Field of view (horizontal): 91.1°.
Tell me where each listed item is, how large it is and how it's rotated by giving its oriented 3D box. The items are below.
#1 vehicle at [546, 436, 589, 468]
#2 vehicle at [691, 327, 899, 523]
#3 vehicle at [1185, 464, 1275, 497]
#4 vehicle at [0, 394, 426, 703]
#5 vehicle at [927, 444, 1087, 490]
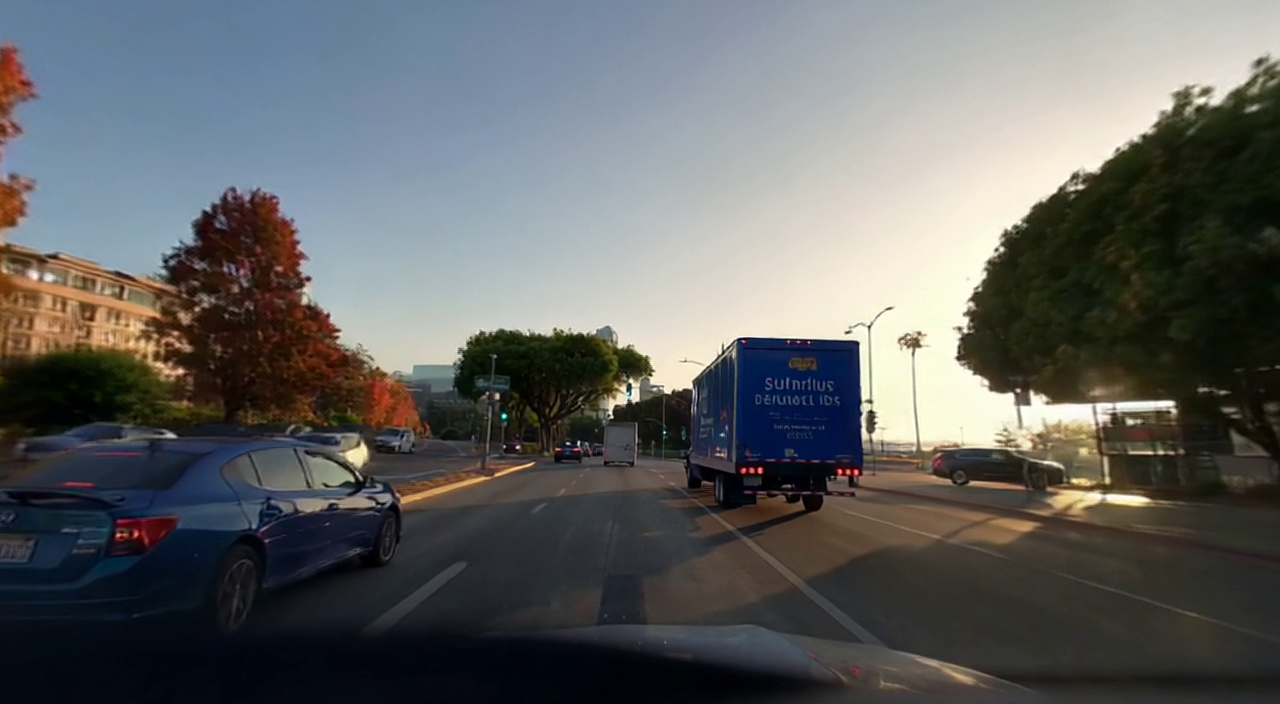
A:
[{"bbox_3d":[-4.409,6.113,38.360,2.388,1.811,4.455,1,-9,-6],"label":"vehicle"},{"bbox_3d":[3.225,1.959,15.983,2.905,3.644,8.441,0,-8,-1],"label":"vehicle"},{"bbox_3d":[34.980,7.598,37.389,2.066,1.643,4.614,-3,-9,19],"label":"vehicle"},{"bbox_3d":[-3.468,1.282,5.156,1.828,1.515,4.422,0,-9,0],"label":"vehicle"},{"bbox_3d":[16.172,5.082,28.059,5.670,1.895,2.219,-2,-9,15],"label":"vehicle"}]
